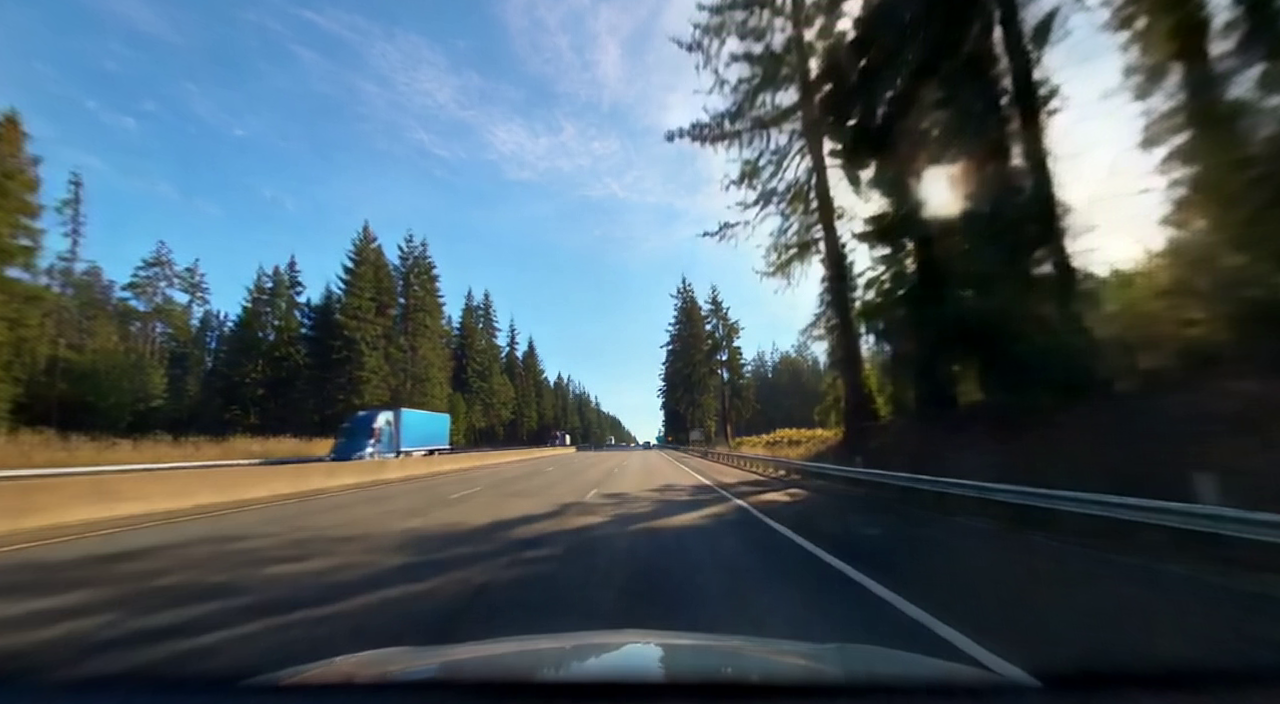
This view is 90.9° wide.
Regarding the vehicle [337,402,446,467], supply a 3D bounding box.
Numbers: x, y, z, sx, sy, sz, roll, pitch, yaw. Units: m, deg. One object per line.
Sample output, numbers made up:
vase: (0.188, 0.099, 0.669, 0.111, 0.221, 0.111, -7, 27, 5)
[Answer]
vehicle: (-16.984, 5.901, 44.338, 2.939, 3.962, 11.102, 0, -8, 1)
